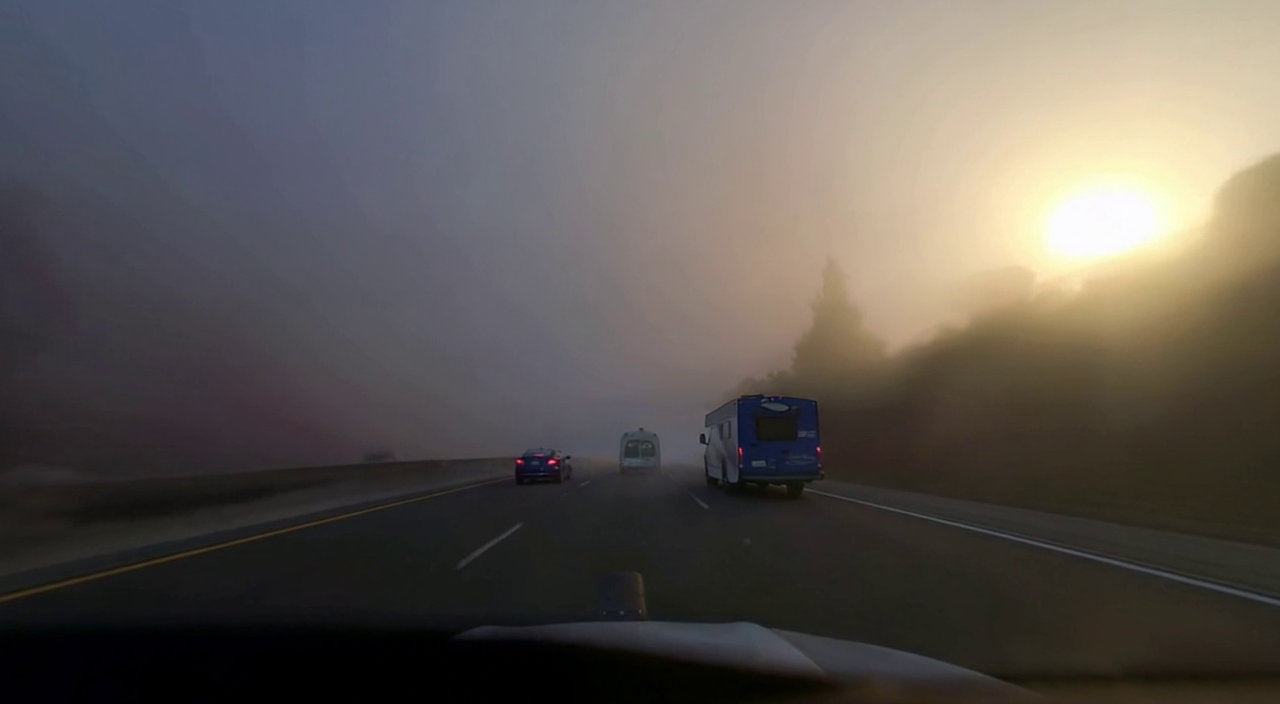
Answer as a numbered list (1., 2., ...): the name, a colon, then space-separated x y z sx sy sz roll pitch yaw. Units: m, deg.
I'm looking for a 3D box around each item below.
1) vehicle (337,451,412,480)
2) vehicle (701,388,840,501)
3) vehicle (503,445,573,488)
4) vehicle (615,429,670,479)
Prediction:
1. vehicle: -14.551 6.249 34.962 1.977 1.469 4.853 0 -9 1
2. vehicle: 3.708 2.926 19.932 2.607 2.910 7.252 0 -9 -2
3. vehicle: -3.884 4.473 24.939 1.959 1.502 4.559 0 -9 1
4. vehicle: 0.093 5.139 32.019 2.524 2.310 4.986 0 -9 0
